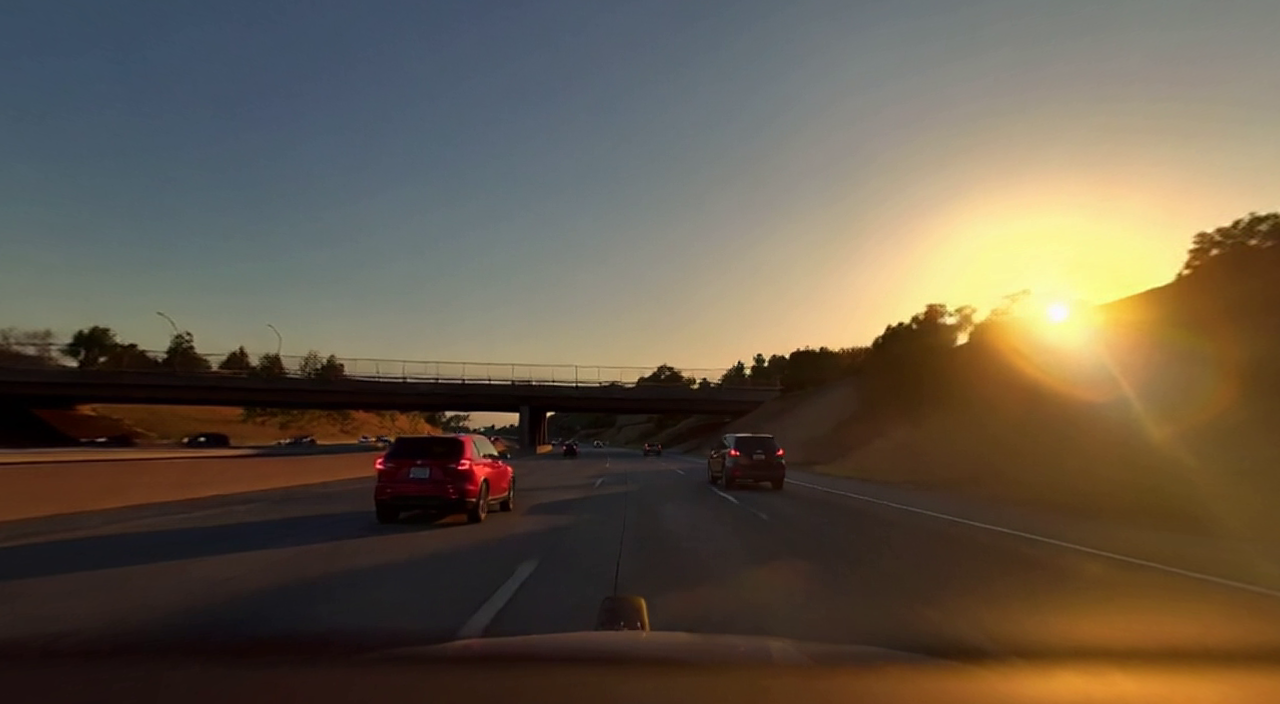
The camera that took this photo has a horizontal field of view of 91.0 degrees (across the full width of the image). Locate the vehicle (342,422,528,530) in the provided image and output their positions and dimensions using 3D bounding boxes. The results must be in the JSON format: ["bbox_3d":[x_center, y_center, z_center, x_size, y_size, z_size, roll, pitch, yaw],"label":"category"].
[{"bbox_3d":[-3.754,2.370,12.605,2.214,1.743,4.465,0,-9,0],"label":"vehicle"}]

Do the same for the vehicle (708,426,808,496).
[{"bbox_3d":[3.474,3.333,19.578,2.153,1.860,4.689,0,-9,-1],"label":"vehicle"}]
